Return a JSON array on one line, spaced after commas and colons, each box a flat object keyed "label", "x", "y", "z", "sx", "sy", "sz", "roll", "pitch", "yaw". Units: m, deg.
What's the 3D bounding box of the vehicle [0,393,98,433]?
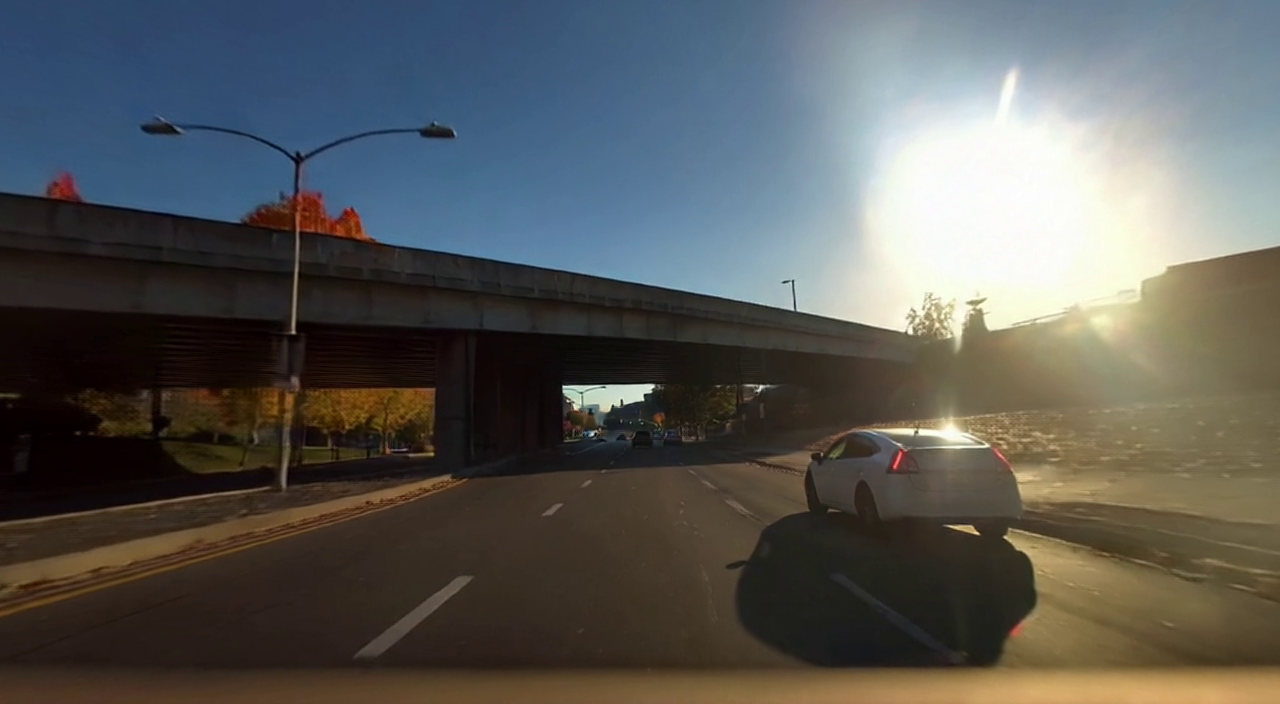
[{"label": "vehicle", "x": -37.243, "y": 3.762, "z": 38.195, "sx": 2.256, "sy": 2.170, "sz": 6.436, "roll": -1, "pitch": -8, "yaw": 9}]

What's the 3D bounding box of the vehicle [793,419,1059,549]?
[{"label": "vehicle", "x": 4.001, "y": 1.932, "z": 9.874, "sx": 2.063, "sy": 1.542, "sz": 4.420, "roll": 0, "pitch": -9, "yaw": 0}]
